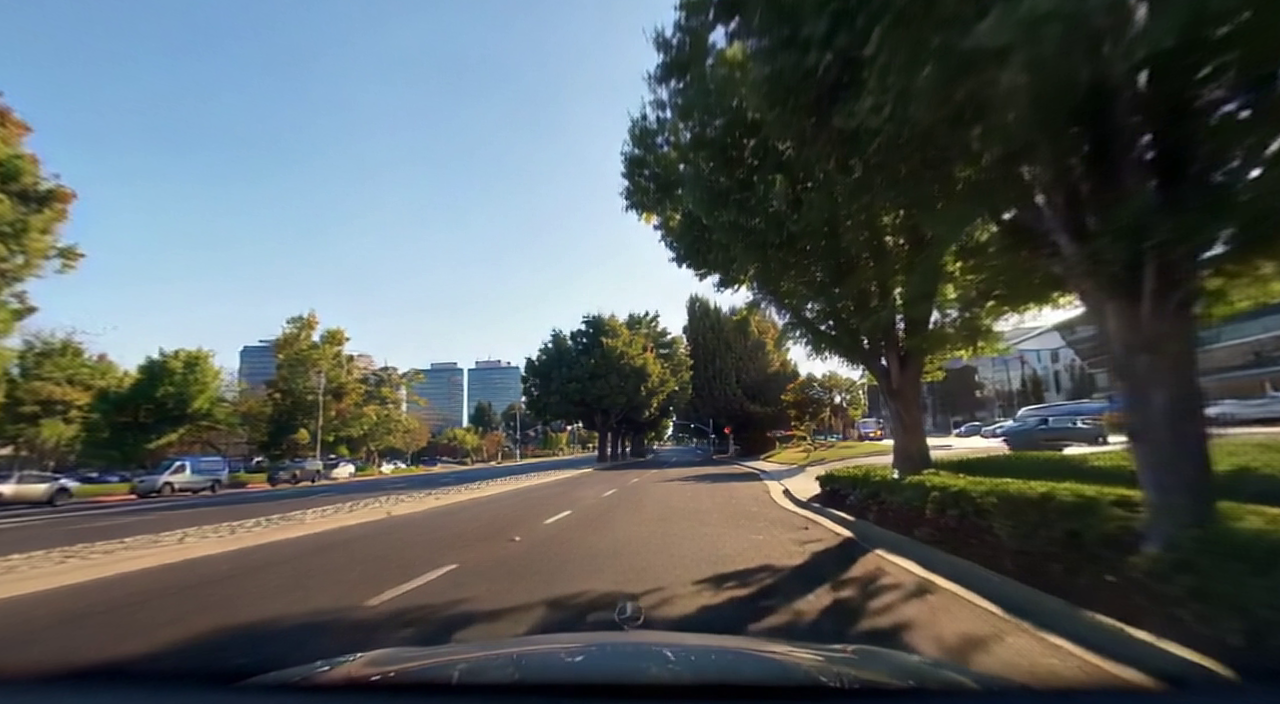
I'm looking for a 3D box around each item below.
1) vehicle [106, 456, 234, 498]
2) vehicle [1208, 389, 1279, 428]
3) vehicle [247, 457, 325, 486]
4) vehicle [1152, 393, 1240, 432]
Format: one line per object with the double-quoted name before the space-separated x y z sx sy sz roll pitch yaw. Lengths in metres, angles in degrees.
"vehicle" -22.744 6.064 30.851 1.967 1.683 5.223 -6 -10 6
"vehicle" 25.232 2.277 25.646 3.327 1.369 1.514 -1 -9 -19
"vehicle" -21.833 7.383 39.102 1.918 1.503 4.632 -6 -10 5
"vehicle" 25.451 2.770 28.858 3.335 1.398 1.535 -2 -10 -23
